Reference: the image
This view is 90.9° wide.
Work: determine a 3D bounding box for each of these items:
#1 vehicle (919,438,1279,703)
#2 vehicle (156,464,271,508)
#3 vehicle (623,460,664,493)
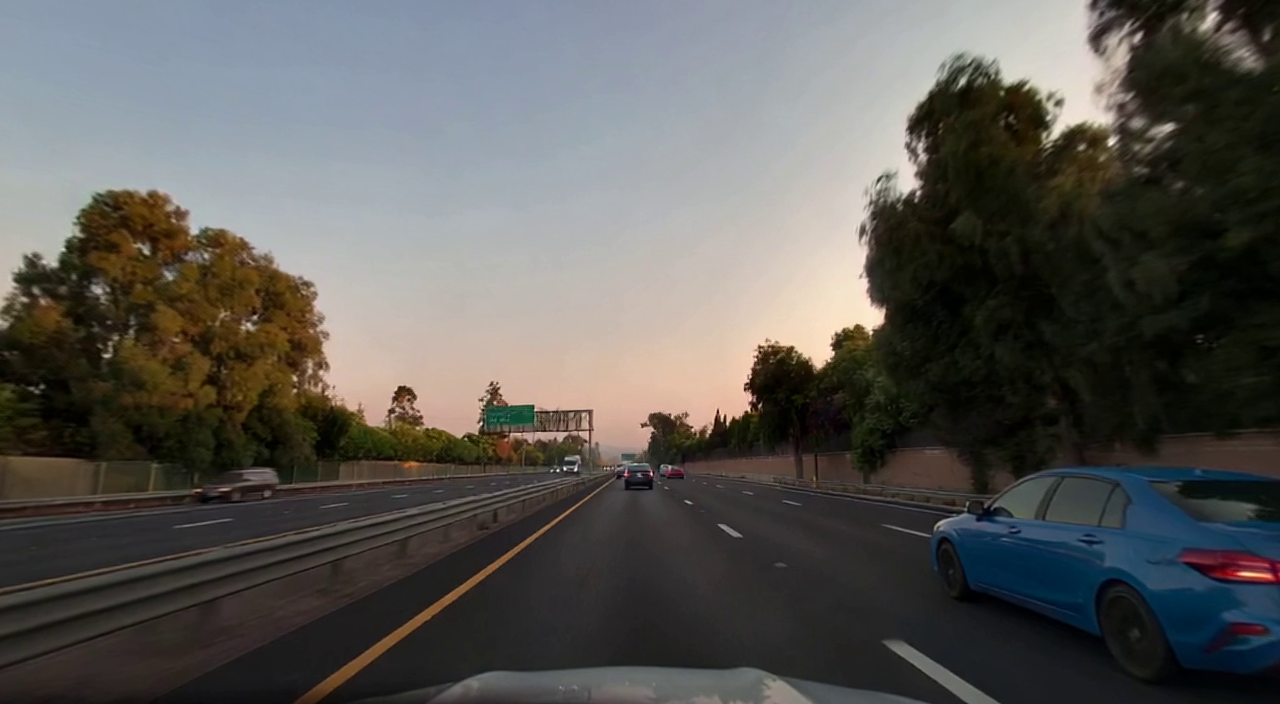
[{"bbox_3d":[4.109,1.541,4.942,1.938,1.494,4.032,1,-11,-1],"label":"vehicle"},{"bbox_3d":[-16.263,5.116,24.264,1.883,1.480,3.539,1,-11,-1],"label":"vehicle"},{"bbox_3d":[0.125,6.604,33.550,2.037,1.605,3.833,1,-11,-1],"label":"vehicle"}]
